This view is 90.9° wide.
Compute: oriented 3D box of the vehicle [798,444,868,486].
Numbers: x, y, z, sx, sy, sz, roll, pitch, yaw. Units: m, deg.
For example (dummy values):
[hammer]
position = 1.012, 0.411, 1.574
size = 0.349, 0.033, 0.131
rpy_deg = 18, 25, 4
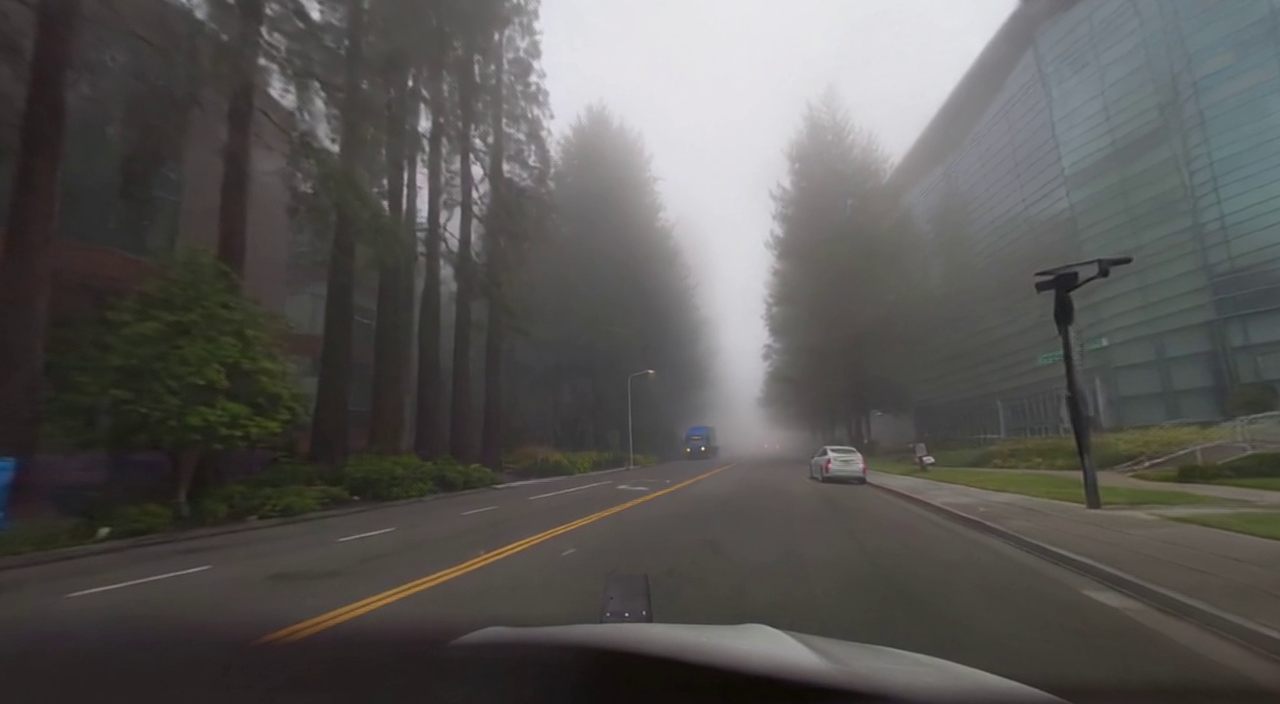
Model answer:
[vehicle]
position = 7.566, 4.450, 25.173
size = 2.098, 1.509, 4.389
rpy_deg = -2, -9, 10
